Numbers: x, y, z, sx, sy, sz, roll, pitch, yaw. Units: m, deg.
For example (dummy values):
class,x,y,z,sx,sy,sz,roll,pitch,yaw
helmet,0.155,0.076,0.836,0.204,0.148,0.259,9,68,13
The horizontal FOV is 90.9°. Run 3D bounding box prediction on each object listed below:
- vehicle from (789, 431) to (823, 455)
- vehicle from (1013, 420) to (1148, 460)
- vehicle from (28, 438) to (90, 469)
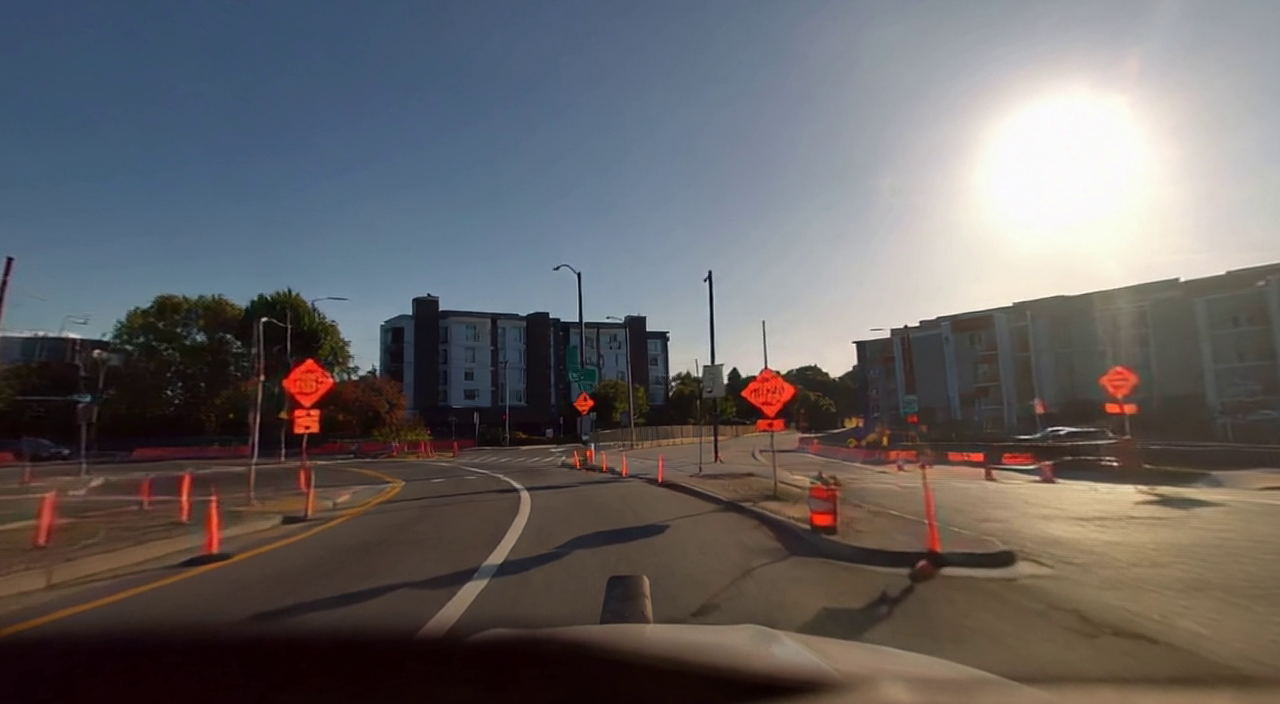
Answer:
class,x,y,z,sx,sy,sz,roll,pitch,yaw
vehicle,12.779,7.065,48.740,2.150,1.779,4.423,-2,-9,10
vehicle,20.297,4.104,29.258,4.615,1.738,1.990,-1,-9,8
vehicle,-34.479,6.000,37.346,4.292,1.734,2.159,-8,-11,42
